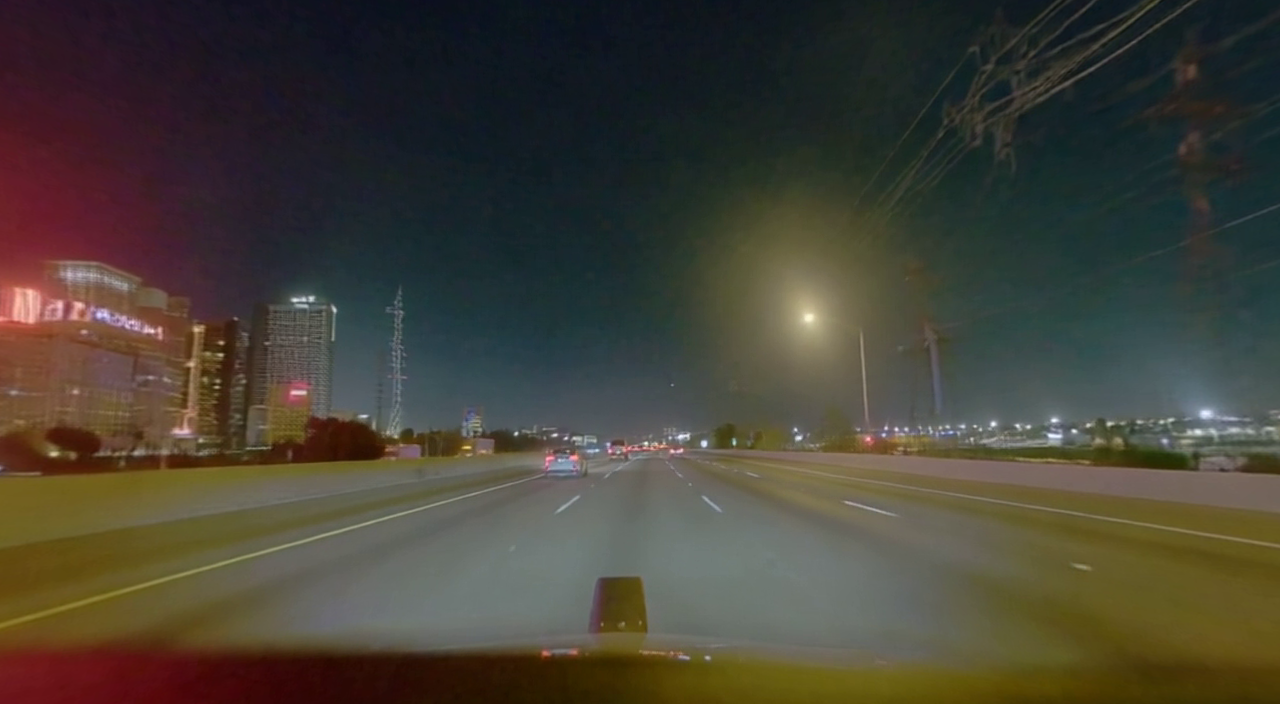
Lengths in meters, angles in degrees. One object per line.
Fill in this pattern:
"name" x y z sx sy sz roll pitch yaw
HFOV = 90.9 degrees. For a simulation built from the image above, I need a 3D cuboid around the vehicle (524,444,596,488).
"vehicle" -2.768 4.031 22.692 1.891 1.444 3.968 0 -8 2
